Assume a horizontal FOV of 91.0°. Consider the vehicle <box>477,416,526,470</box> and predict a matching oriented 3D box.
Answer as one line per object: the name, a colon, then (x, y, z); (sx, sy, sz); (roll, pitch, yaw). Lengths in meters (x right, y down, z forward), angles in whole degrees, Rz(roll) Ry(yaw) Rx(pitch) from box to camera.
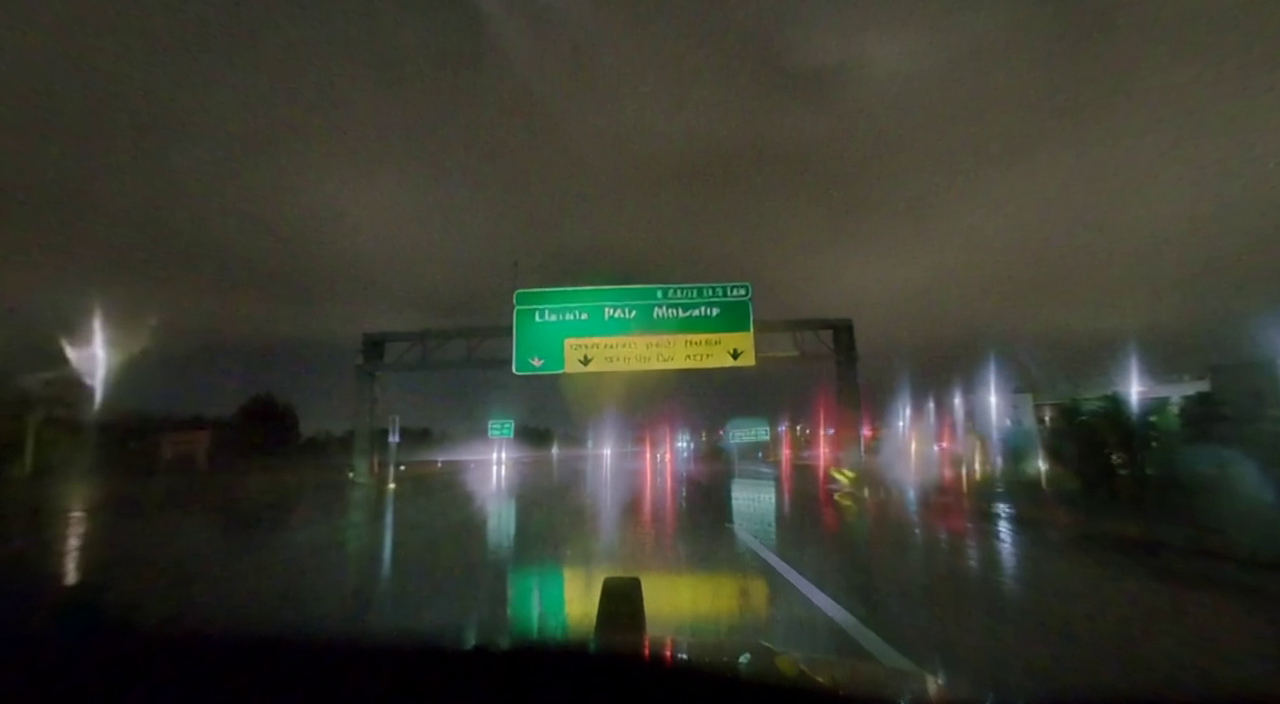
vehicle: (-10.572, 7.020, 48.538); (2.818, 3.939, 3.780); (-1, -9, 1)
